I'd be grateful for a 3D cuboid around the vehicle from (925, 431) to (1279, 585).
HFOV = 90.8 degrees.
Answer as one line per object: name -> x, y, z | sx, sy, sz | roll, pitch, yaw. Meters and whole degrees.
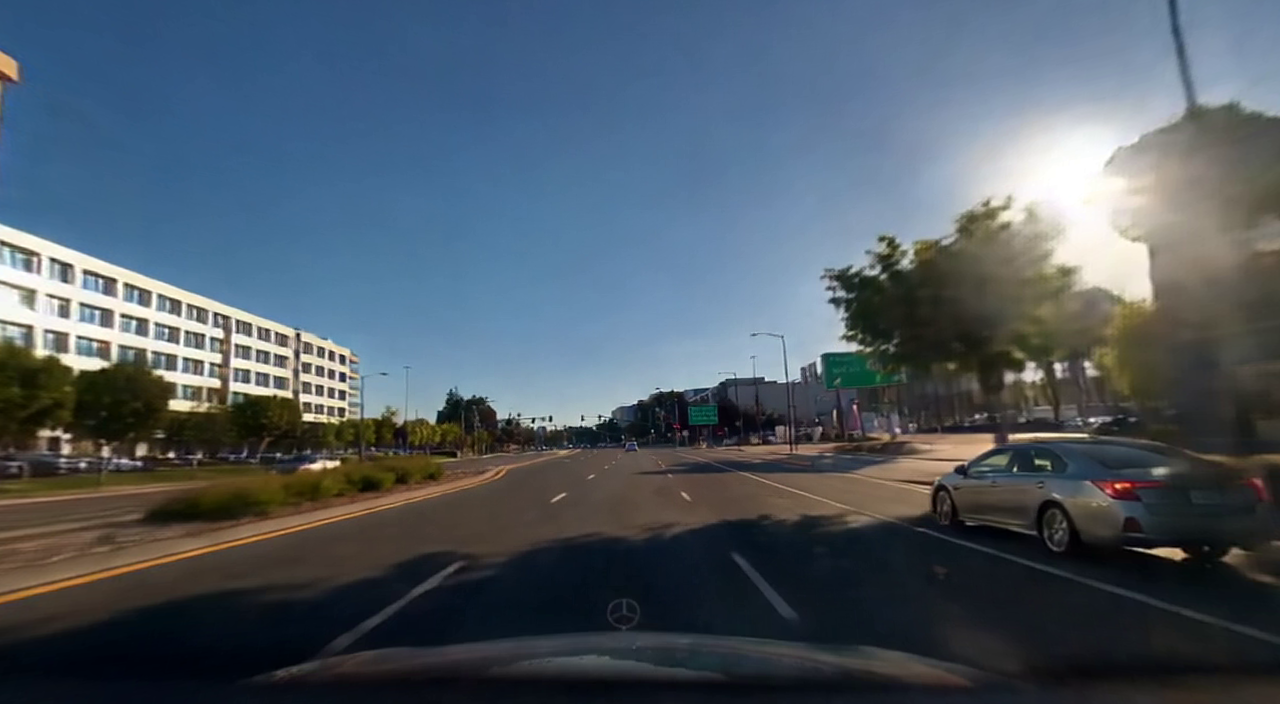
vehicle -> 5.944, 1.870, 8.513 | 2.070, 1.491, 4.575 | 0, -9, 0
